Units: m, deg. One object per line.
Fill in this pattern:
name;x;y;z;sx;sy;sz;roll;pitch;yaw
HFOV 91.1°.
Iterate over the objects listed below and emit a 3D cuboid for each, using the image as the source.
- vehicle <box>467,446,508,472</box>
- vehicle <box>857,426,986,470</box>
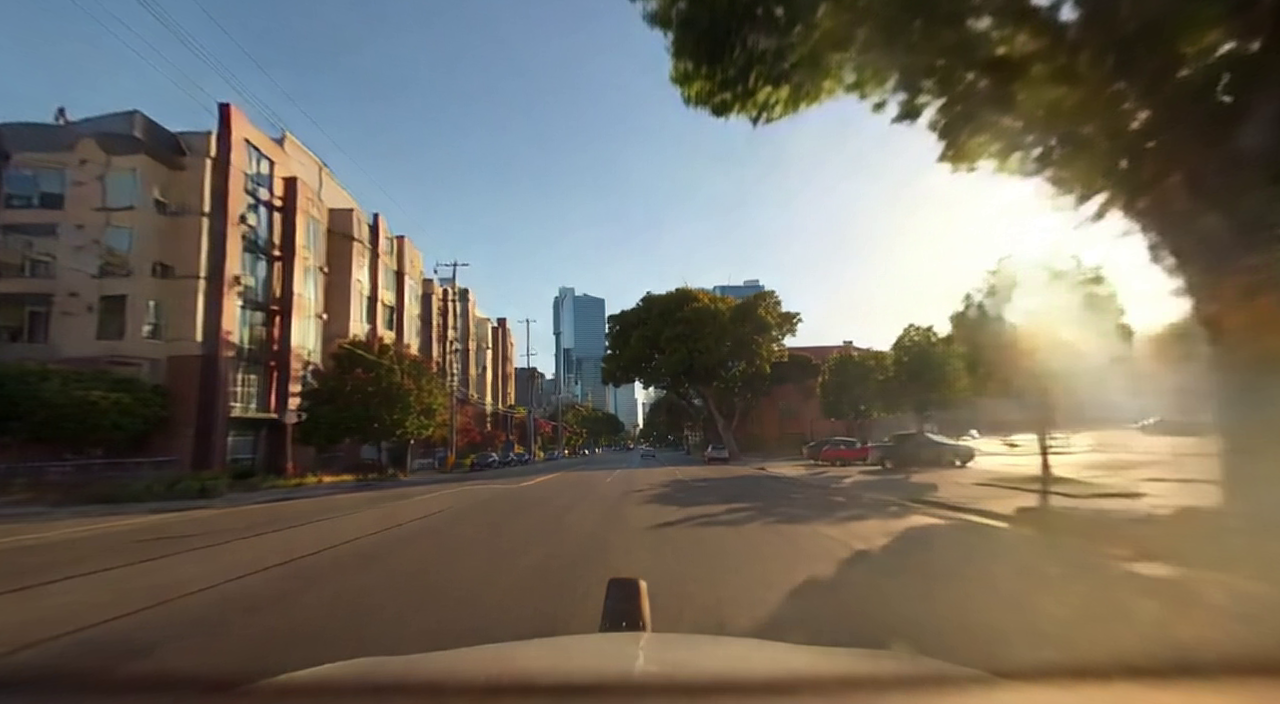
vehicle;-11.701;8.184;48.478;1.979;1.759;4.435;-4;-8;1
vehicle;13.120;4.514;29.552;5.015;1.934;2.150;-1;-8;3
